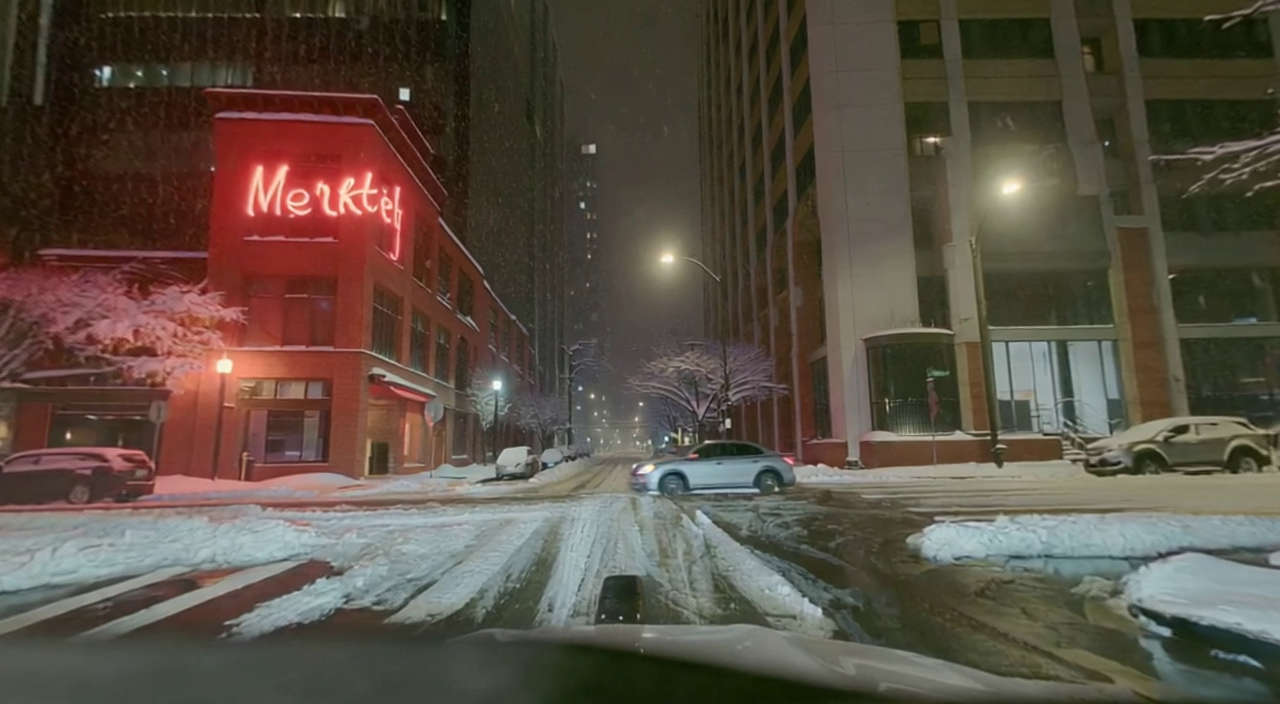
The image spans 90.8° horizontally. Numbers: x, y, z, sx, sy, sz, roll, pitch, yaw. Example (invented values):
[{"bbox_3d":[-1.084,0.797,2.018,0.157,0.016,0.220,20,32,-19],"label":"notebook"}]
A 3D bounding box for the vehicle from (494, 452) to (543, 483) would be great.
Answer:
[{"bbox_3d":[-6.233,5.937,32.724,1.864,1.447,3.887,0,-9,-2],"label":"vehicle"}]

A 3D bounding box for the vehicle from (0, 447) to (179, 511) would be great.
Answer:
[{"bbox_3d":[-16.165,3.527,17.835,4.558,1.635,2.008,1,-9,-6],"label":"vehicle"}]

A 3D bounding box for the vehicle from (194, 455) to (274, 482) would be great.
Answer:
[{"bbox_3d":[-24.322,6.984,37.917,3.618,1.412,1.587,-1,-9,-7],"label":"vehicle"}]

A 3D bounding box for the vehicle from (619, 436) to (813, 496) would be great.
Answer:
[{"bbox_3d":[1.963,3.071,17.234,4.877,1.482,2.041,1,-9,-7],"label":"vehicle"}]

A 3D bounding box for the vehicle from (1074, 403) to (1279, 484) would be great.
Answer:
[{"bbox_3d":[18.514,3.121,21.684,5.384,2.586,2.358,0,-9,-1],"label":"vehicle"}]
